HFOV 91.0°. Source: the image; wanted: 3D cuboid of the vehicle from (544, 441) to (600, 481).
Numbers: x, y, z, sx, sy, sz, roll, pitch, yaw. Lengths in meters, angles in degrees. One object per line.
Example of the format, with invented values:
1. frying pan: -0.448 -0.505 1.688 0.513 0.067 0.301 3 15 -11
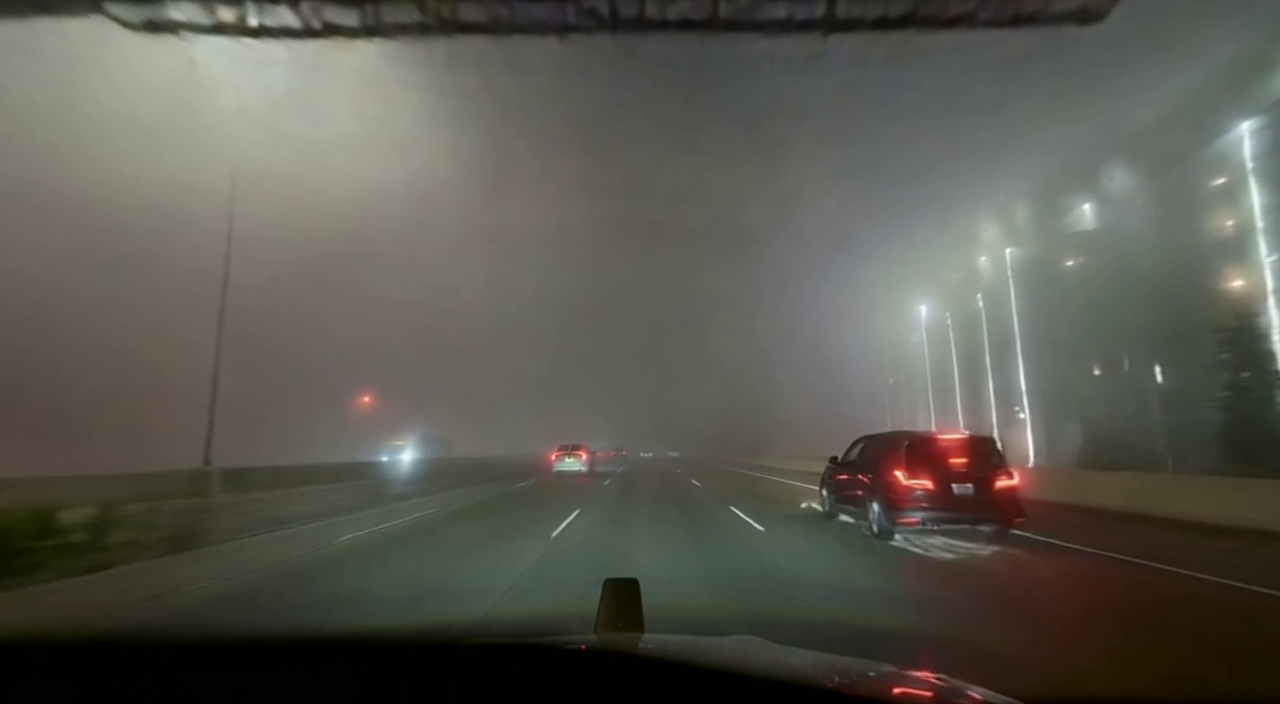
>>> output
1. vehicle: -3.112 5.123 29.898 2.075 1.721 4.763 0 -9 1

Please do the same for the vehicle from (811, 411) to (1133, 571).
1. vehicle: 4.284 1.875 9.282 2.170 1.733 4.631 0 -9 0
